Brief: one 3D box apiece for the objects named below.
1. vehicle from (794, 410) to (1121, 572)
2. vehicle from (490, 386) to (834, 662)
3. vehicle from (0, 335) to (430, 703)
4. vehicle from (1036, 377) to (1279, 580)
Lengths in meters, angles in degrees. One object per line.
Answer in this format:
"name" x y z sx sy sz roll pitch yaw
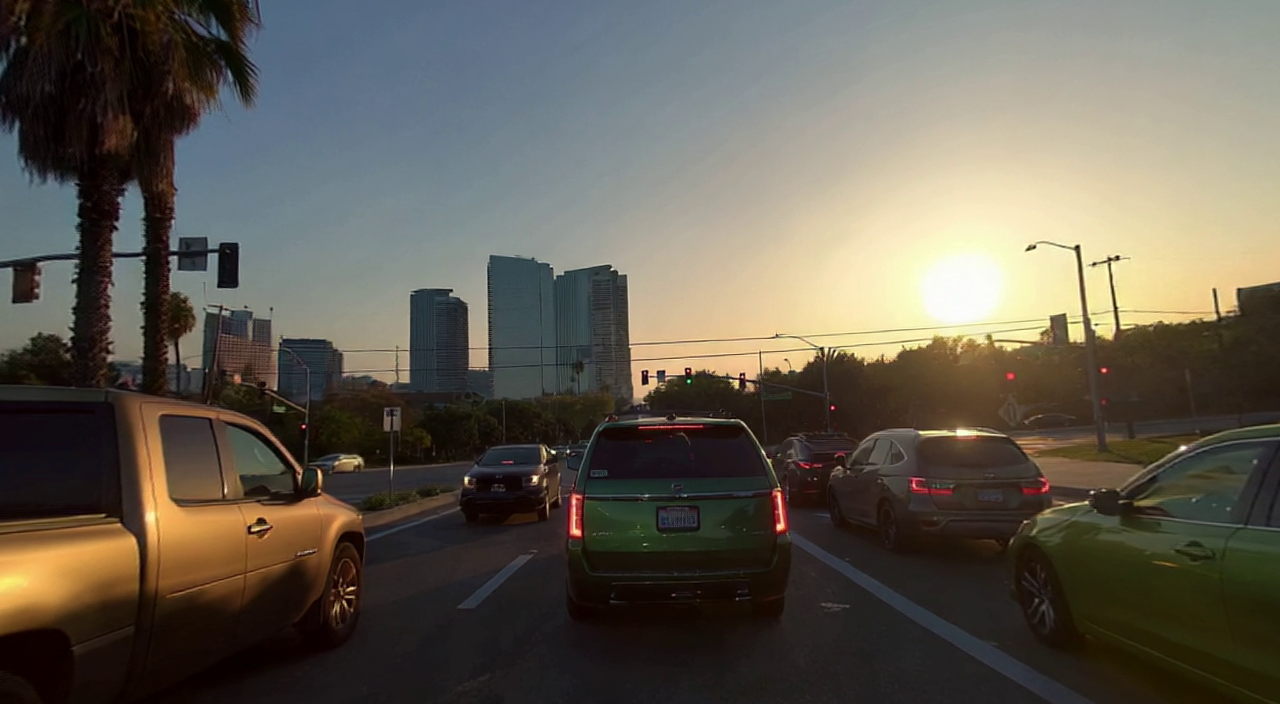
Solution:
"vehicle" 4.005 1.856 9.285 2.072 1.704 5.170 0 -8 -1
"vehicle" 0.166 1.371 6.041 2.123 1.704 4.128 0 -8 1
"vehicle" -3.157 1.082 3.895 2.171 1.702 4.416 0 -8 0
"vehicle" 7.331 1.335 6.829 2.337 1.925 5.728 0 -8 1
